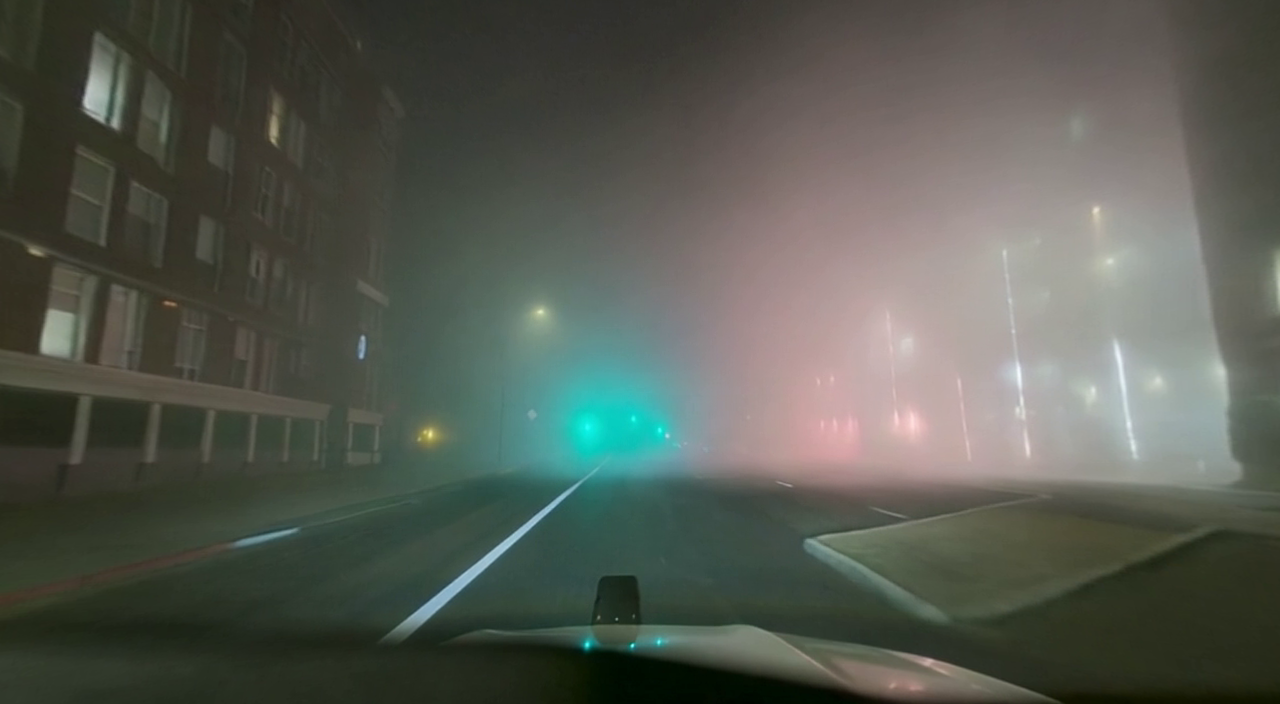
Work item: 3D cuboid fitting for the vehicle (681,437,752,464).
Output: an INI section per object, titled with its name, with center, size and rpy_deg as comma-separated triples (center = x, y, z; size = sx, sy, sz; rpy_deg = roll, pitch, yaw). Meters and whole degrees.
[vehicle]
center = 4.576, 5.798, 37.354
size = 3.844, 1.524, 1.847
rpy_deg = 5, -9, -32
